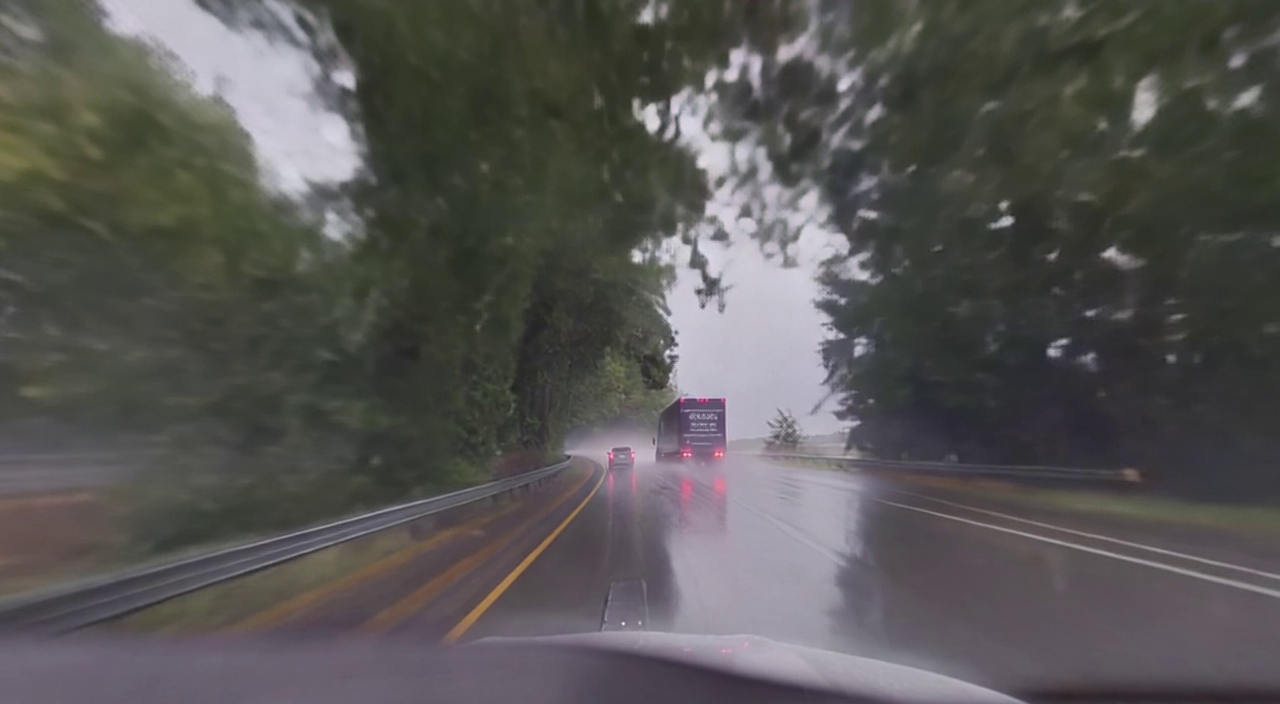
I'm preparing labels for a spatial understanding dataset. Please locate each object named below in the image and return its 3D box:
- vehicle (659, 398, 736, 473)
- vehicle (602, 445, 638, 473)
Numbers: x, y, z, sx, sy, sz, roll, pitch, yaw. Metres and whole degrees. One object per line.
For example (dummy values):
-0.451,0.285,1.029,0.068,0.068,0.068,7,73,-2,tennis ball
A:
3.303,5.582,41.076,2.951,4.012,14.203,0,-9,-3,vehicle
-1.121,5.958,35.307,1.913,1.460,3.610,0,-9,-2,vehicle
